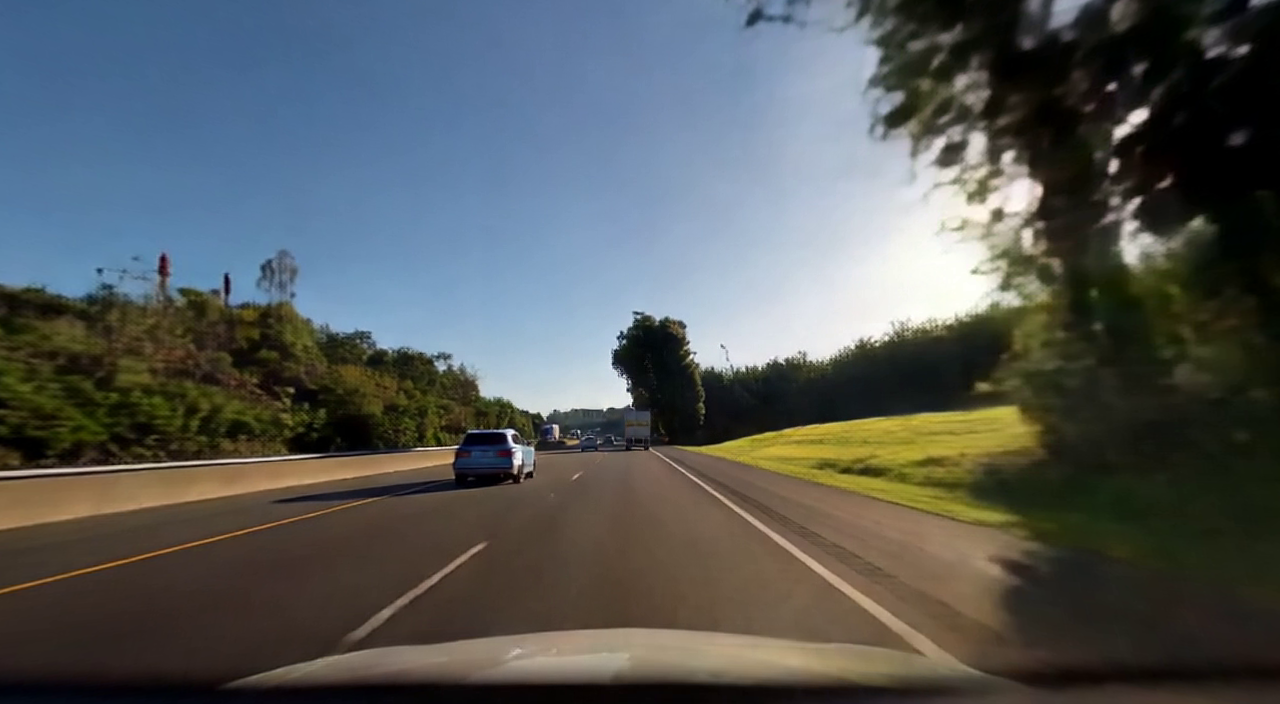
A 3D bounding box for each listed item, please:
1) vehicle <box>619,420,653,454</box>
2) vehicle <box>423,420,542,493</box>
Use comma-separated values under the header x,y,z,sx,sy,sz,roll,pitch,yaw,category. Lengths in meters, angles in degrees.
x,y,z,sx,sy,sz,roll,pitch,yaw,category
-0.318,6.570,48.684,2.526,2.531,5.026,0,-8,-1,vehicle
-3.952,2.680,16.617,2.045,1.655,4.301,0,-8,0,vehicle
